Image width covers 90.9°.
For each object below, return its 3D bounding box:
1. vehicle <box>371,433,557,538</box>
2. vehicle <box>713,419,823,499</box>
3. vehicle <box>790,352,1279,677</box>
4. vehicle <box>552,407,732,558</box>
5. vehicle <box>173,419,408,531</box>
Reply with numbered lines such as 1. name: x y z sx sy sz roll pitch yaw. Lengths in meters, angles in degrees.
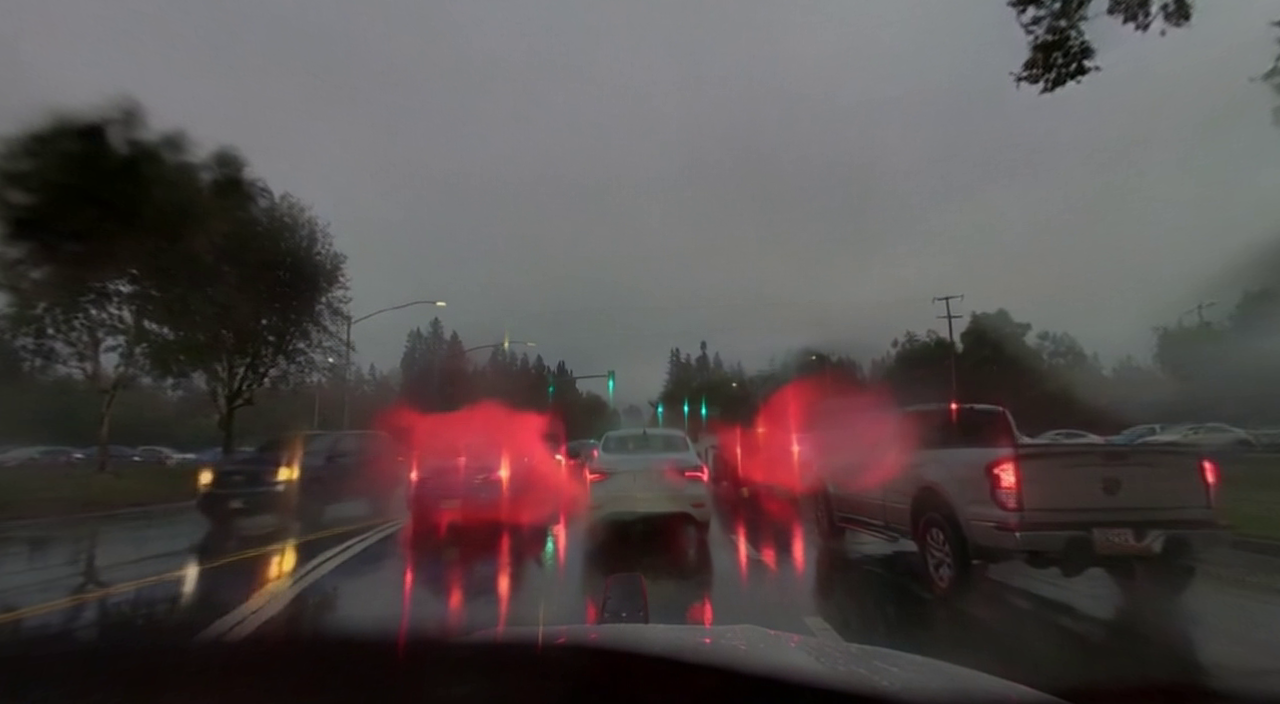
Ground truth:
1. vehicle: -2.824 2.254 11.290 2.023 1.494 4.259 0 -9 1
2. vehicle: 3.749 3.288 19.759 2.408 2.100 5.668 0 -9 2
3. vehicle: 3.444 1.370 6.656 2.317 1.857 5.940 0 -9 1
4. vehicle: 0.084 1.837 9.489 2.113 1.768 3.901 0 -9 2
5. vehicle: -6.847 2.452 13.165 2.159 1.885 4.661 0 -9 1
